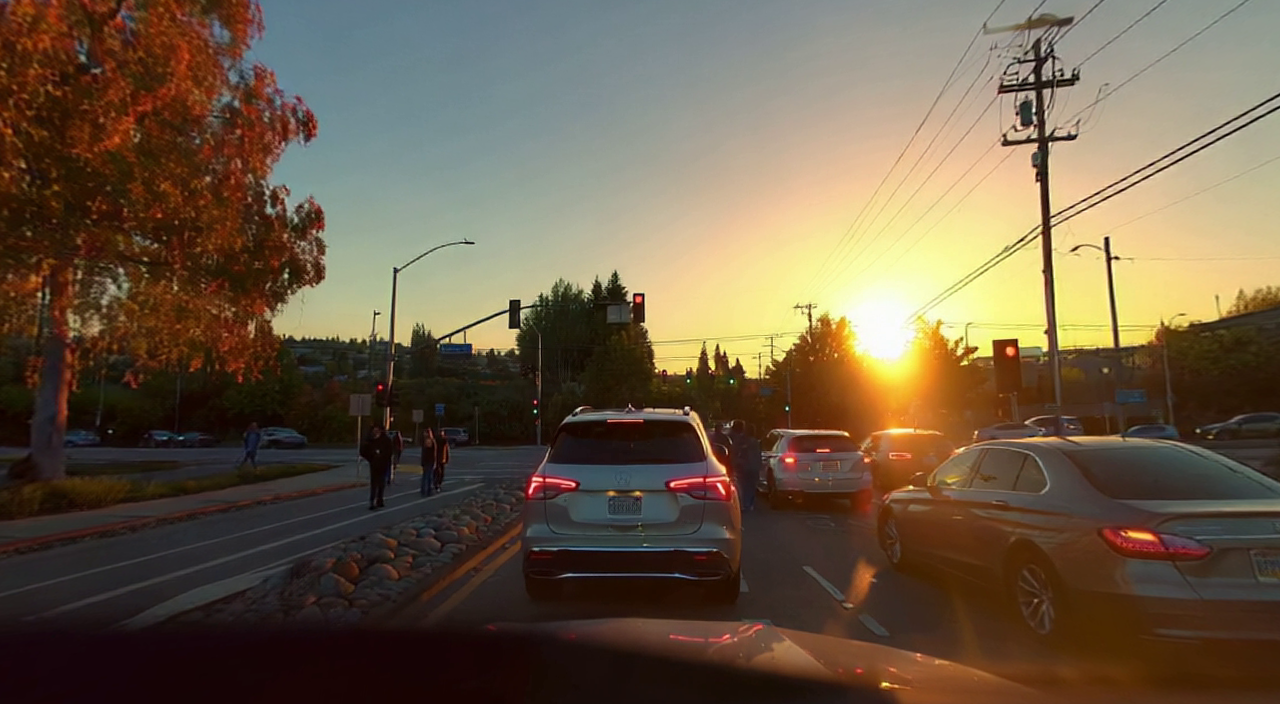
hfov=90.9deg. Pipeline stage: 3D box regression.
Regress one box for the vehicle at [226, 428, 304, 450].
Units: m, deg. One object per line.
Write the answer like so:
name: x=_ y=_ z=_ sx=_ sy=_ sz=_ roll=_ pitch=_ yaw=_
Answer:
vehicle: x=-27.996 y=6.524 z=47.213 sx=4.587 sy=1.639 sz=1.878 roll=0 pitch=-8 yaw=0

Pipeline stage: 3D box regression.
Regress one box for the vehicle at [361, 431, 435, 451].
vehicle: x=-17.752 y=6.554 z=46.363 sx=4.607 sy=1.478 sz=1.995 roll=0 pitch=-8 yaw=0

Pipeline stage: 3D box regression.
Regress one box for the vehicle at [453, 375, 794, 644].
vehicle: x=-0.159 y=1.374 z=6.533 sx=2.271 sy=1.786 sz=4.443 roll=0 pitch=-8 yaw=-1

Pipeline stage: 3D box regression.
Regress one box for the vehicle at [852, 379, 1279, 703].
vehicle: x=3.553 y=1.299 z=5.471 sx=1.948 sy=1.677 sz=4.437 roll=0 pitch=-8 yaw=1
